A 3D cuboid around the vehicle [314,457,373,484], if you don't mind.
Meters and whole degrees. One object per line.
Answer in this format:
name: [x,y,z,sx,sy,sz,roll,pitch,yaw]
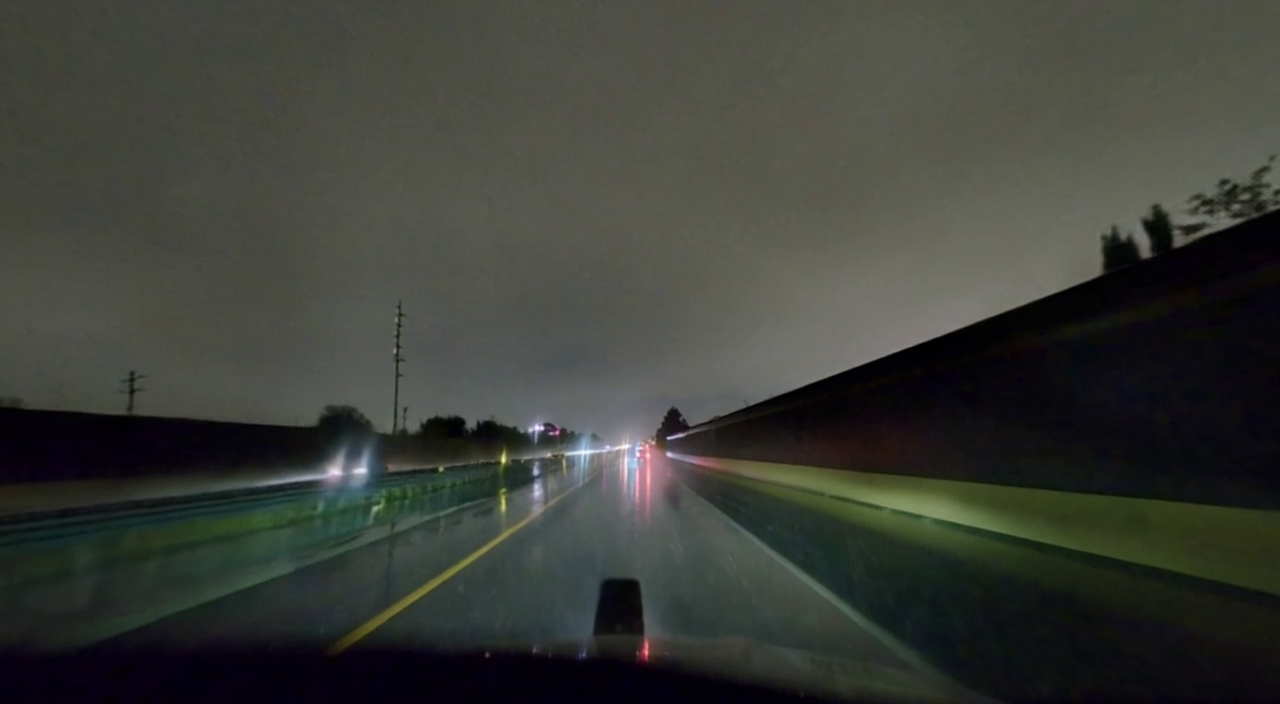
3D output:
vehicle: [-17.544,7.013,37.398,1.713,1.429,3.688,0,-9,0]
